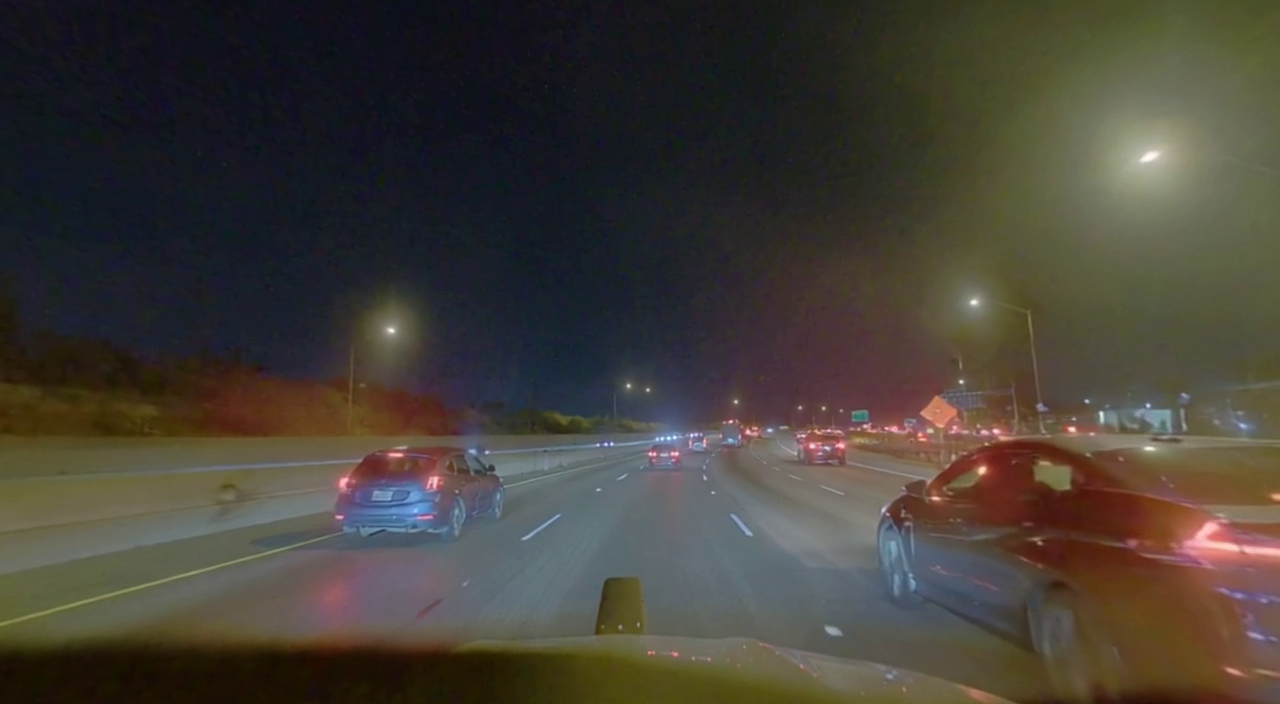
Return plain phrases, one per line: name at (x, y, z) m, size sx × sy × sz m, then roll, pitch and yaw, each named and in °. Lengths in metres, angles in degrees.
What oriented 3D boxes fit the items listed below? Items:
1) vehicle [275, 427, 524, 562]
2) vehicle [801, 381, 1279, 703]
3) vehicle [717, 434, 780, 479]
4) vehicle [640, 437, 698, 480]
vehicle at (-3.219, 2.007, 9.621) m, size 1.937 × 1.558 × 4.469 m, roll 0°, pitch -9°, yaw 1°
vehicle at (2.608, 1.165, 3.907) m, size 2.009 × 1.489 × 4.559 m, roll 0°, pitch -9°, yaw 0°
vehicle at (4.391, 4.301, 26.148) m, size 2.076 × 1.684 × 4.241 m, roll 0°, pitch -9°, yaw 3°
vehicle at (1.187, 4.327, 25.792) m, size 2.201 × 1.614 × 3.803 m, roll -1°, pitch -9°, yaw 3°
